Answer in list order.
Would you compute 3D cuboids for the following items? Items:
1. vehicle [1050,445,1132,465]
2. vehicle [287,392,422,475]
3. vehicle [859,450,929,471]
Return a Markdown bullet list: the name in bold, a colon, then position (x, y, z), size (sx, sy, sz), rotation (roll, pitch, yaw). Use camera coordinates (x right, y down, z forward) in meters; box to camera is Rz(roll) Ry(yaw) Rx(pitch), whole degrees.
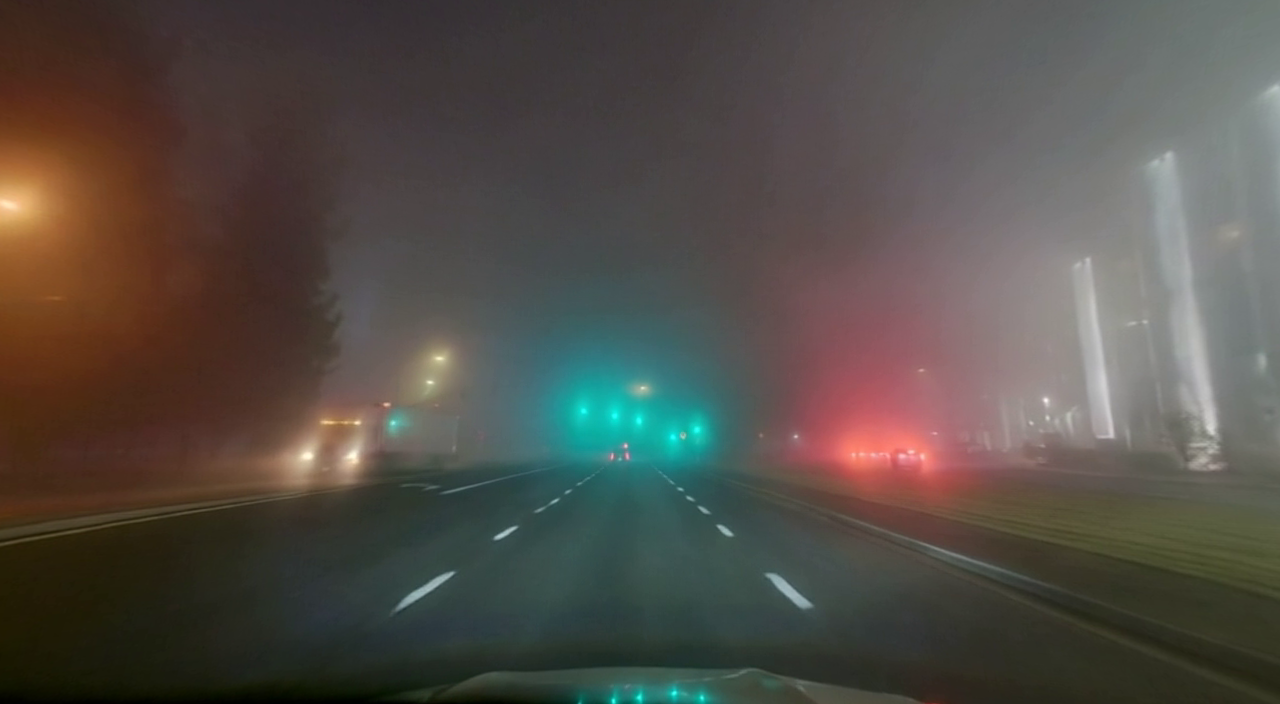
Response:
- **vehicle**: position (34.264, 7.840, 48.143), size (4.593, 1.460, 1.926), rotation (-3, -9, 16)
- **vehicle**: position (-15.352, 4.605, 35.108), size (3.193, 3.952, 9.170), rotation (0, -9, 0)
- **vehicle**: position (18.354, 7.854, 45.822), size (4.455, 1.475, 1.971), rotation (-2, -9, 15)
